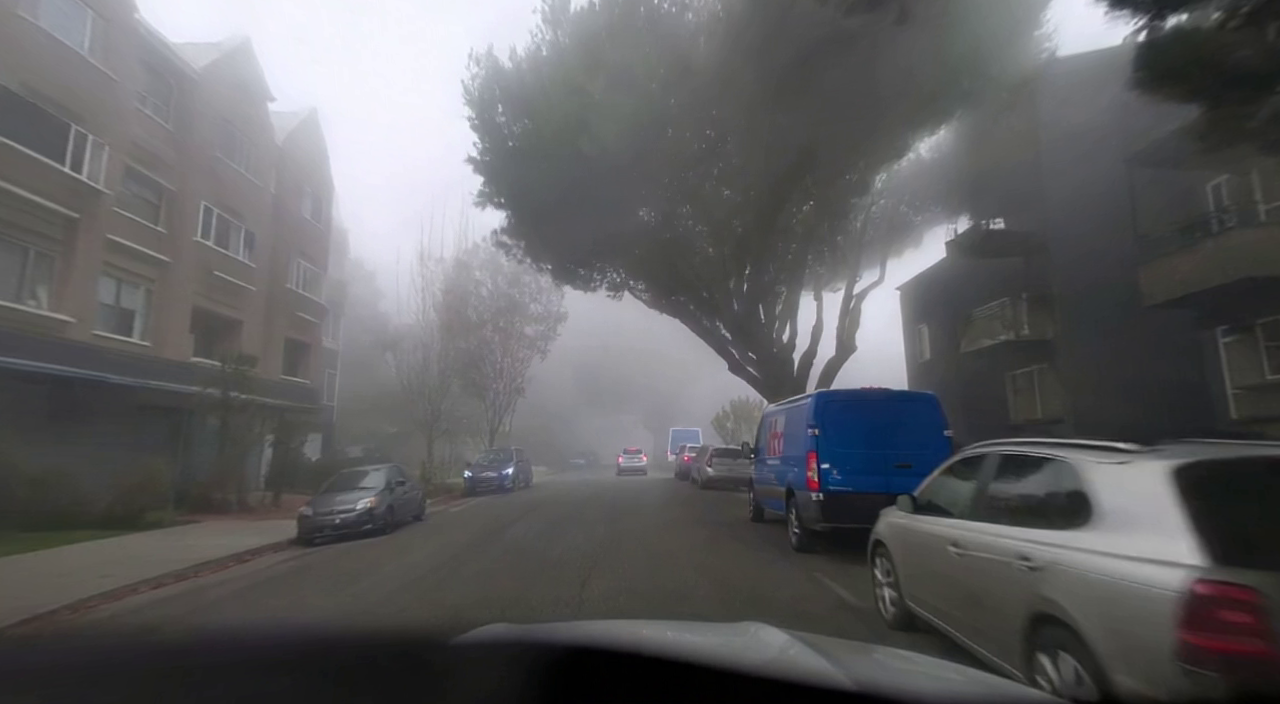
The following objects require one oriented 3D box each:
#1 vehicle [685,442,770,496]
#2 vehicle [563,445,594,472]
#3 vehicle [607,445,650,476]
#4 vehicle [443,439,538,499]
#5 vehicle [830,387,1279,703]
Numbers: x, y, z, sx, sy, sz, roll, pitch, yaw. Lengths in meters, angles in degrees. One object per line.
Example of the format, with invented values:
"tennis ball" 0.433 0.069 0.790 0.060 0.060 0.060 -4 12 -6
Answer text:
"vehicle" 2.607 3.586 19.745 1.906 1.471 3.941 0 -8 -3
"vehicle" -4.772 8.298 49.324 1.951 1.662 4.046 1 -4 1
"vehicle" -0.617 5.656 33.042 2.095 1.510 3.605 0 -8 -1
"vehicle" -4.930 3.881 21.449 2.090 1.497 4.639 1 -4 0
"vehicle" 2.535 0.995 2.691 1.922 1.476 4.811 0 -8 0
